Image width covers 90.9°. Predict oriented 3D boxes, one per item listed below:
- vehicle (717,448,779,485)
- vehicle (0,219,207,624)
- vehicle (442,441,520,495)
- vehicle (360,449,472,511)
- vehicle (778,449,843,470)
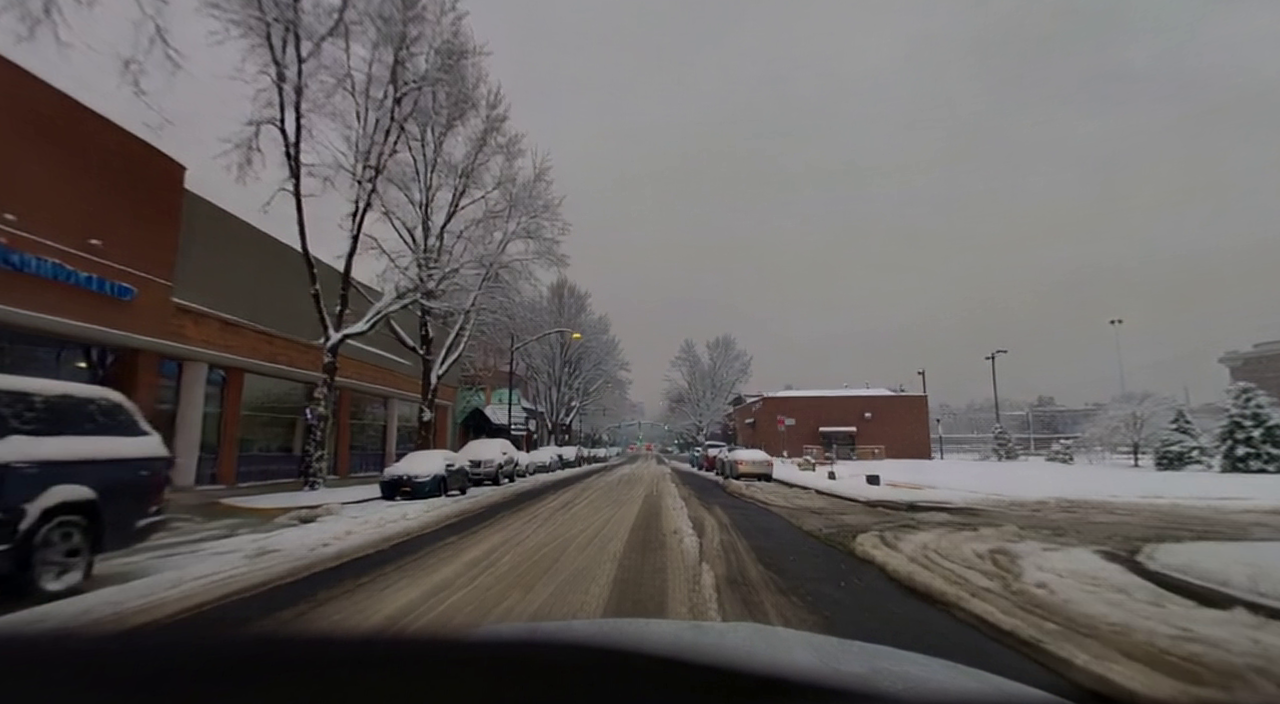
[{"bbox_3d":[4.807,5.137,28.657,1.973,1.494,4.867,0,-8,0],"label":"vehicle"},{"bbox_3d":[-6.838,0.477,4.536,2.851,3.375,6.057,0,-8,2],"label":"vehicle"},{"bbox_3d":[-6.464,4.749,26.295,2.238,1.891,4.780,-1,-7,-3],"label":"vehicle"},{"bbox_3d":[-6.639,3.779,19.260,1.917,1.487,4.659,-2,-8,-3],"label":"vehicle"},{"bbox_3d":[13.501,8.471,49.972,4.499,1.558,2.007,-5,-10,30],"label":"vehicle"}]
